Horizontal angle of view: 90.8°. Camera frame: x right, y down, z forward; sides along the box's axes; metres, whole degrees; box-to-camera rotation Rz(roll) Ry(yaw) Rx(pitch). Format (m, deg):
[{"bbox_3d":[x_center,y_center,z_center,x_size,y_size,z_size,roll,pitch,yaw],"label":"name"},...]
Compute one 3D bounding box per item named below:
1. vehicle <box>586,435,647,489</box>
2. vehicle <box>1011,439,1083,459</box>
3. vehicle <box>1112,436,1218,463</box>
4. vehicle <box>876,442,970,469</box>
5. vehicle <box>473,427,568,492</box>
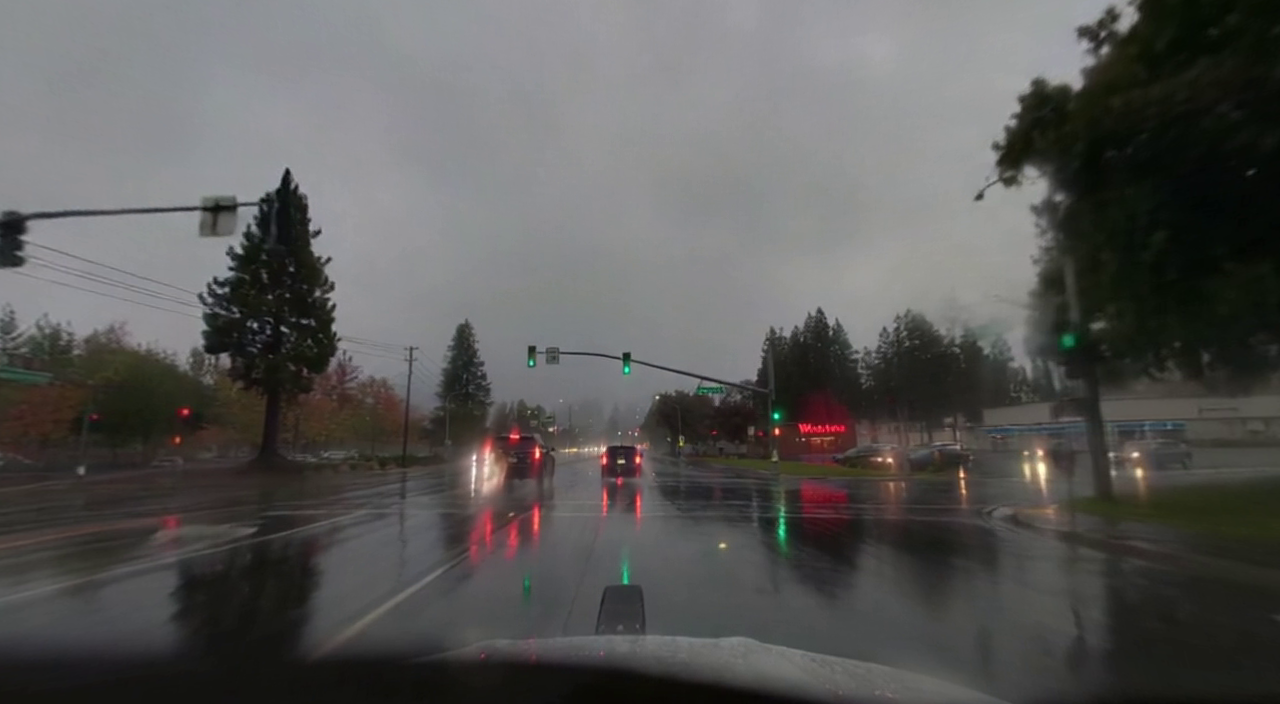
[{"bbox_3d":[-0.814,4.058,23.664,2.061,1.809,4.141,0,-8,0],"label":"vehicle"},{"bbox_3d":[31.428,7.492,48.837,4.347,1.457,1.785,0,-8,-1],"label":"vehicle"},{"bbox_3d":[31.556,5.860,38.072,4.527,1.513,2.067,-1,-8,-1],"label":"vehicle"},{"bbox_3d":[18.789,6.880,42.135,5.209,1.743,2.081,0,-9,-1],"label":"vehicle"},{"bbox_3d":[-4.013,3.749,22.387,2.252,1.999,5.605,0,-8,0],"label":"vehicle"}]
